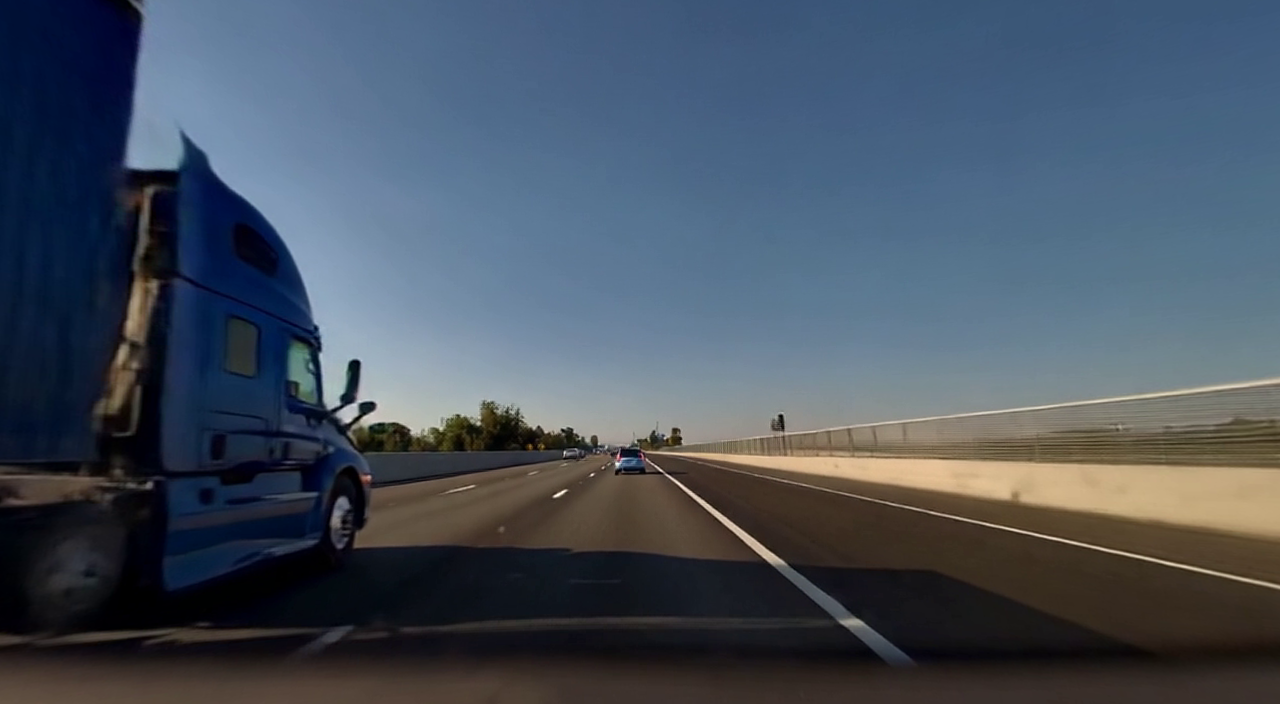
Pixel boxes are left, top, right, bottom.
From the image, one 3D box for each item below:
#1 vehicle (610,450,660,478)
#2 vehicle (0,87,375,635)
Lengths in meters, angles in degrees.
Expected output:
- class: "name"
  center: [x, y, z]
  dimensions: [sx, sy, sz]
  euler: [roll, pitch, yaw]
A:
- class: "vehicle"
  center: [-0.293, 5.812, 32.864]
  dimensions: [2.398, 1.336, 5.698]
  euler: [0, -9, -1]
- class: "vehicle"
  center: [-4.183, 0.134, 4.911]
  dimensions: [3.036, 3.291, 2.419]
  euler: [0, -9, -2]
